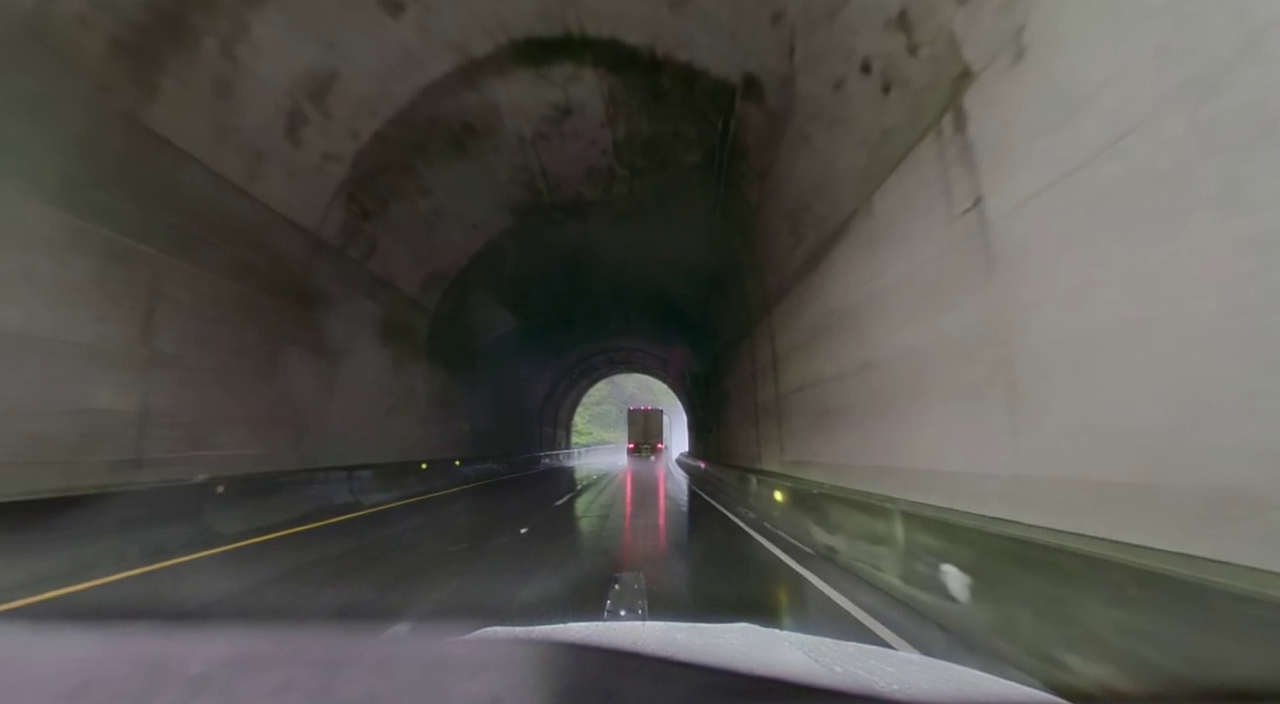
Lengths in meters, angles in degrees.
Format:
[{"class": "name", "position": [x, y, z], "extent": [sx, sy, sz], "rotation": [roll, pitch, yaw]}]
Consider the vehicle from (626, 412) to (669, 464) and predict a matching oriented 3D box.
[{"class": "vehicle", "position": [0.761, 6.676, 48.374], "extent": [2.915, 3.468, 11.233], "rotation": [-1, -9, 2]}]
